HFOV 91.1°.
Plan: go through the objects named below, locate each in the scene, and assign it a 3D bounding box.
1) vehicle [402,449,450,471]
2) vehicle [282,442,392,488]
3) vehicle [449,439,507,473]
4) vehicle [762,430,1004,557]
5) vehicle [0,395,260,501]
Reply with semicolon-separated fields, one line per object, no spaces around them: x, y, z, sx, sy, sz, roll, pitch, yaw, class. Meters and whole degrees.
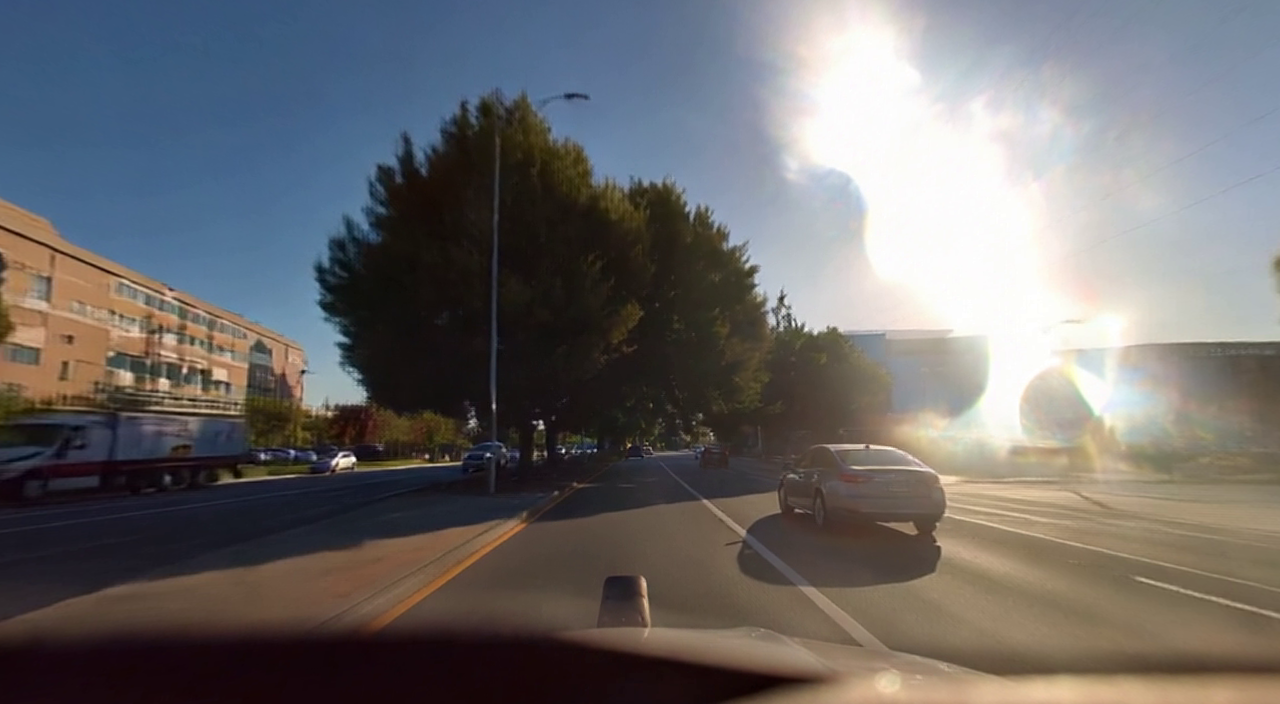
-15.311;7.750;45.199;1.862;1.460;4.677;0;-9;-1;vehicle
-11.993;4.491;25.277;2.018;1.639;4.764;0;-9;1;vehicle
-9.092;5.885;35.692;1.953;1.753;4.843;0;-9;0;vehicle
3.335;2.022;9.733;1.935;1.501;4.384;0;-9;-1;vehicle
-18.338;3.573;22.892;3.043;2.916;9.736;-4;-9;-1;vehicle
